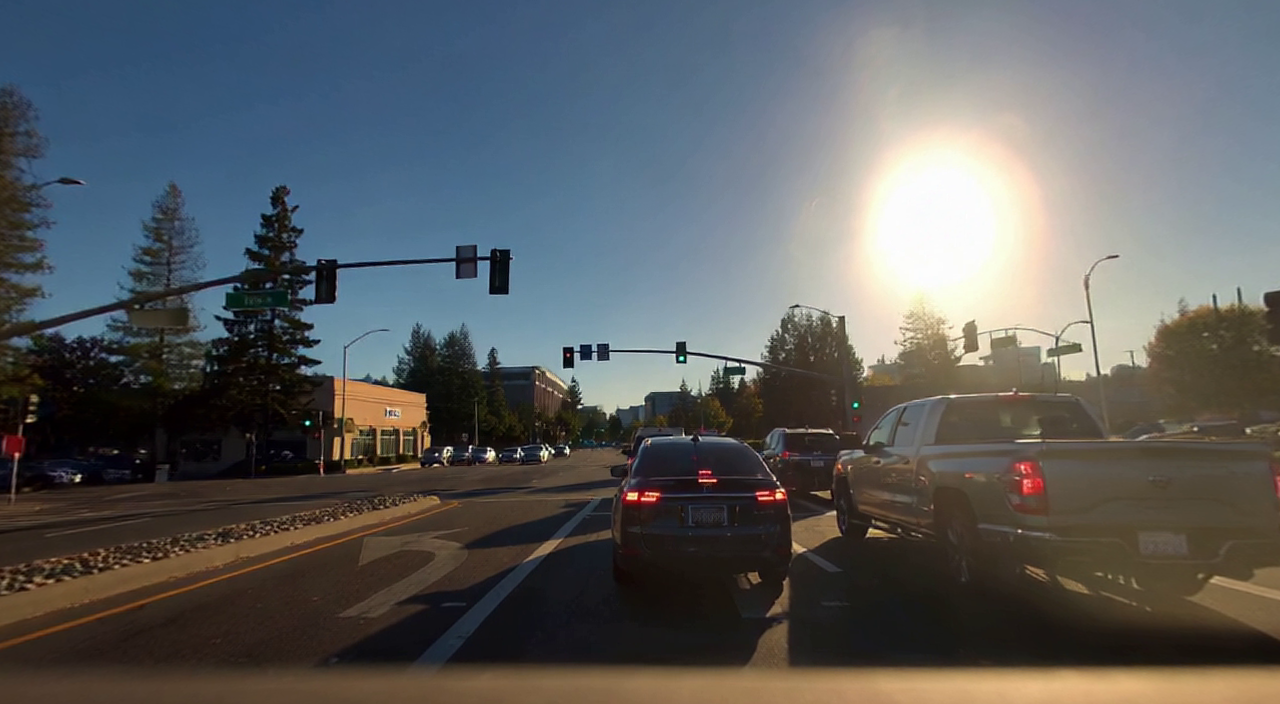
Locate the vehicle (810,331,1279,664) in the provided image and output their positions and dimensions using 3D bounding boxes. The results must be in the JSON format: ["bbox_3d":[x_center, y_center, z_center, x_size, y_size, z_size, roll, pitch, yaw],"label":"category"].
[{"bbox_3d":[3.794,1.290,6.748,2.358,2.116,5.328,0,-8,-1],"label":"vehicle"}]

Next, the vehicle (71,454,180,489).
[{"bbox_3d":[-29.083,6.728,35.690,4.789,1.828,2.025,-2,-9,10],"label":"vehicle"}]

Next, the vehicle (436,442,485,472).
[{"bbox_3d":[-11.865,6.936,41.908,1.991,1.844,4.393,0,-8,-1],"label":"vehicle"}]

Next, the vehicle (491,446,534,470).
[{"bbox_3d":[-8.455,7.064,42.179,2.002,1.469,4.301,0,-8,-1],"label":"vehicle"}]

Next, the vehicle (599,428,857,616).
[{"bbox_3d":[0.618,1.614,6.910,2.038,1.447,3.756,0,-8,-2],"label":"vehicle"}]
